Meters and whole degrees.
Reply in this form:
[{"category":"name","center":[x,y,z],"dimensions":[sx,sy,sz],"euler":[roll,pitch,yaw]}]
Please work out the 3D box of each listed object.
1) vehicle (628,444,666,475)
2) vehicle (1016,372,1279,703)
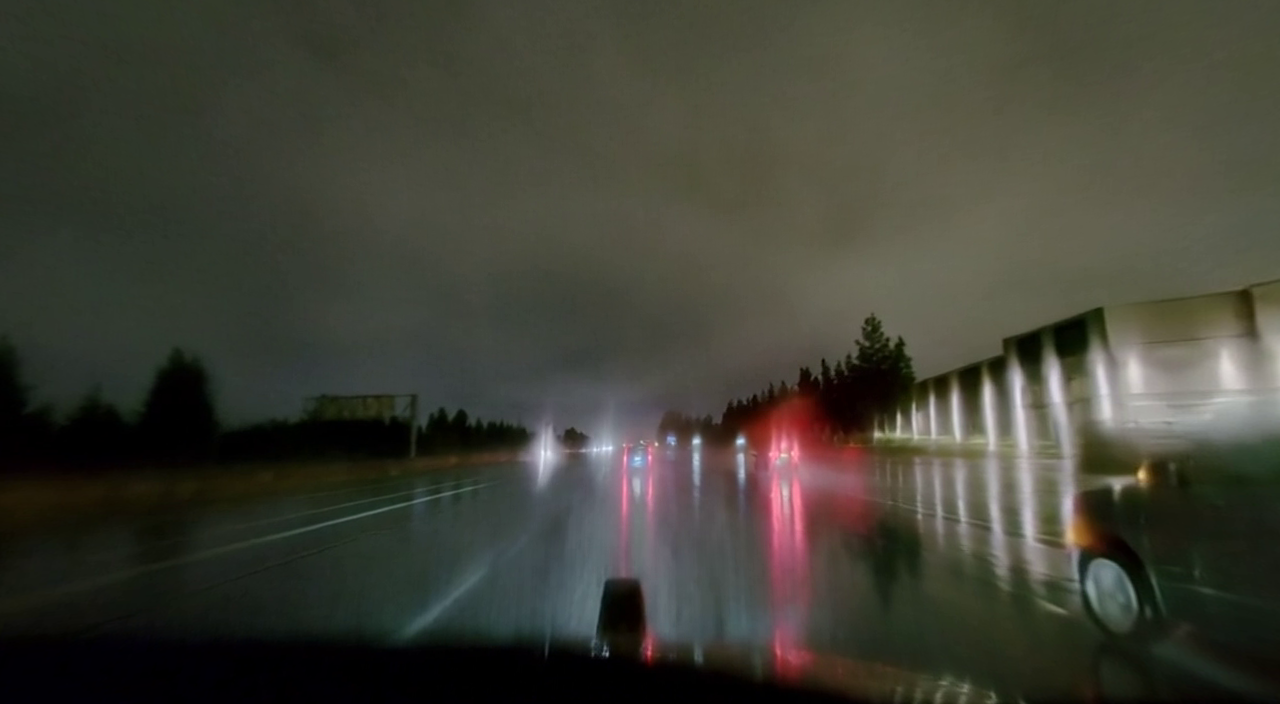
[{"category":"vehicle","center":[0.375,6.028,35.589],"dimensions":[2.015,1.639,4.086],"euler":[0,-9,1]},{"category":"vehicle","center":[3.822,0.788,2.097],"dimensions":[2.008,1.595,5.082],"euler":[0,-9,0]}]
